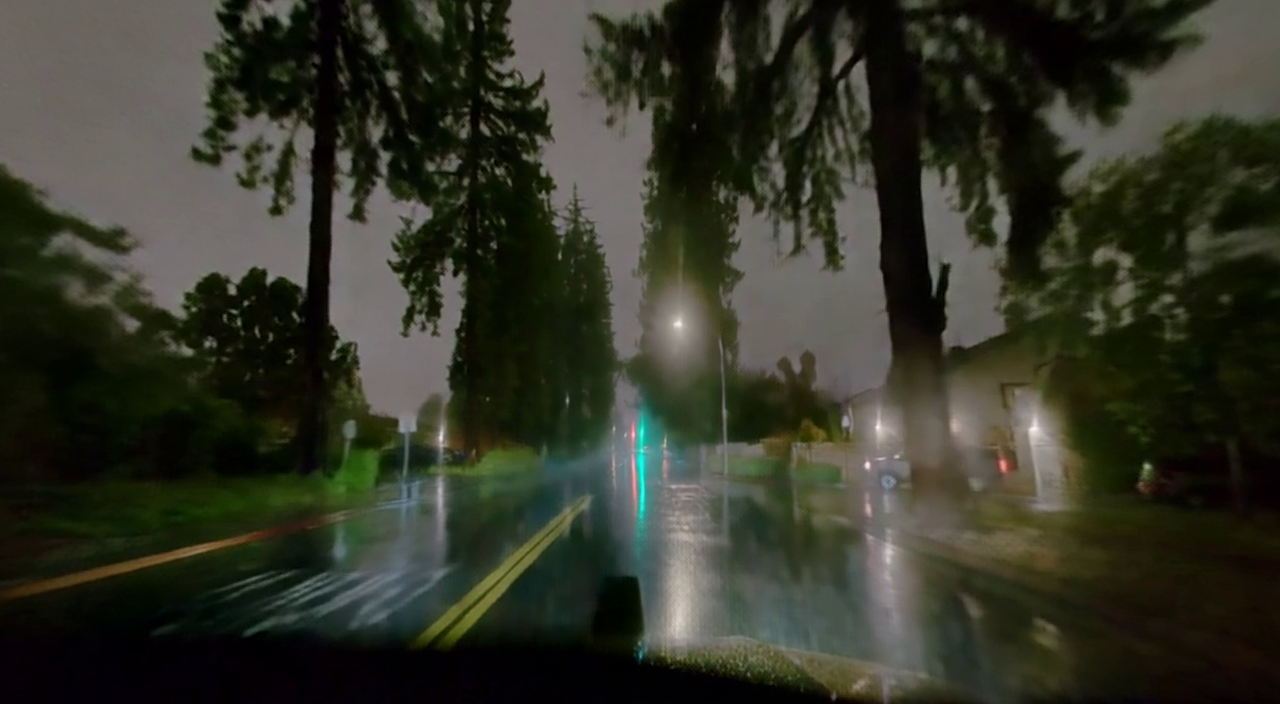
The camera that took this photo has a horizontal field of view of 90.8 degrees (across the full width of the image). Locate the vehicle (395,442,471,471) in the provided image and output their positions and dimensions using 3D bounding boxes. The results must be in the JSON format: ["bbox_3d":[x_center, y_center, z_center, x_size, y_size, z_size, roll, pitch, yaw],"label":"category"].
[{"bbox_3d":[-14.586,7.359,44.677,2.066,1.852,4.782,-6,-10,34],"label":"vehicle"}]

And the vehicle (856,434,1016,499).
[{"bbox_3d":[10.702,4.180,22.964,4.854,1.771,2.123,-12,-12,29],"label":"vehicle"}]

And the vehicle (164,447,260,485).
[{"bbox_3d":[-21.511,5.678,31.711,4.507,1.774,1.923,-5,-9,27],"label":"vehicle"}]

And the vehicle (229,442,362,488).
[{"bbox_3d":[-15.631,5.063,28.599,6.072,1.882,2.277,-5,-9,29],"label":"vehicle"}]

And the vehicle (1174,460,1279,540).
[{"bbox_3d":[14.371,3.039,13.316,4.231,1.493,1.941,-9,-11,26],"label":"vehicle"}]
